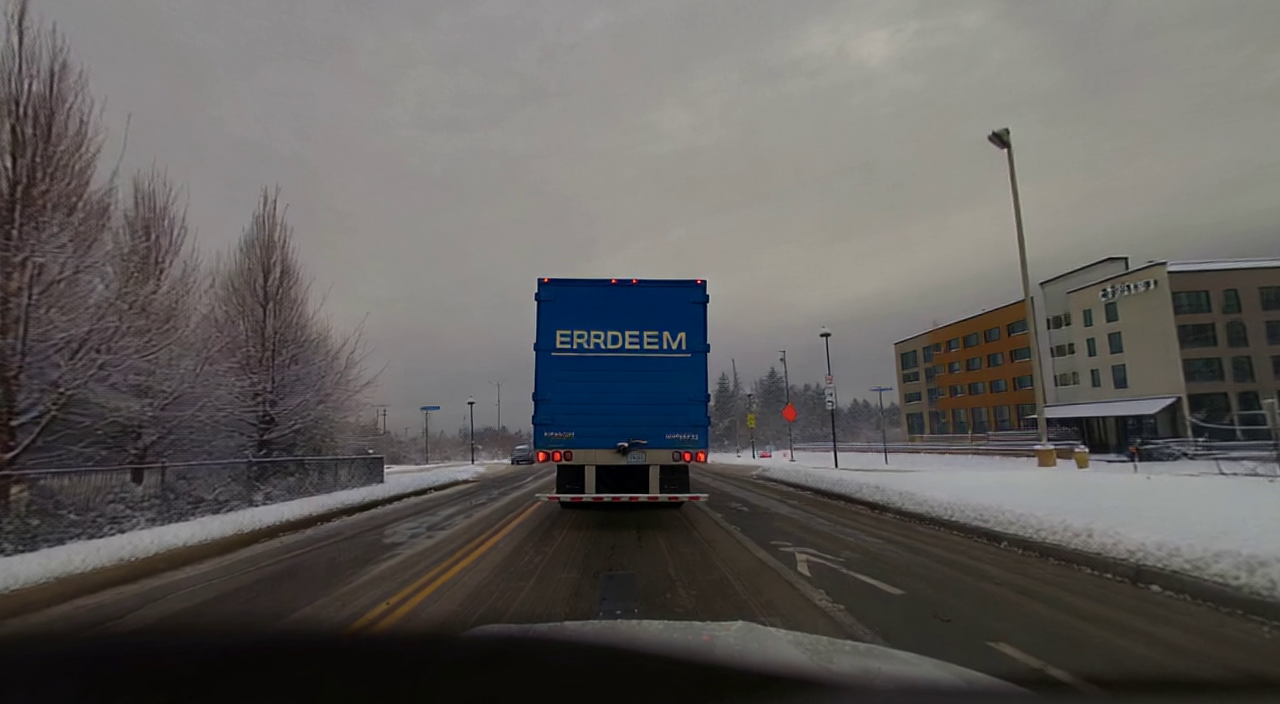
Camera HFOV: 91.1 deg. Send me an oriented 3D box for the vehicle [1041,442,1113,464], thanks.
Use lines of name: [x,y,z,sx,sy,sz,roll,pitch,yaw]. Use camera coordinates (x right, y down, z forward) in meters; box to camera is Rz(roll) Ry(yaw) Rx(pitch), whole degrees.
vehicle: [31.356,7.218,45.166,1.652,1.423,3.797,5,-9,-35]

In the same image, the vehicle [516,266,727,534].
vehicle: [-0.203,1.250,13.436,2.876,3.724,9.351,0,-8,1]
